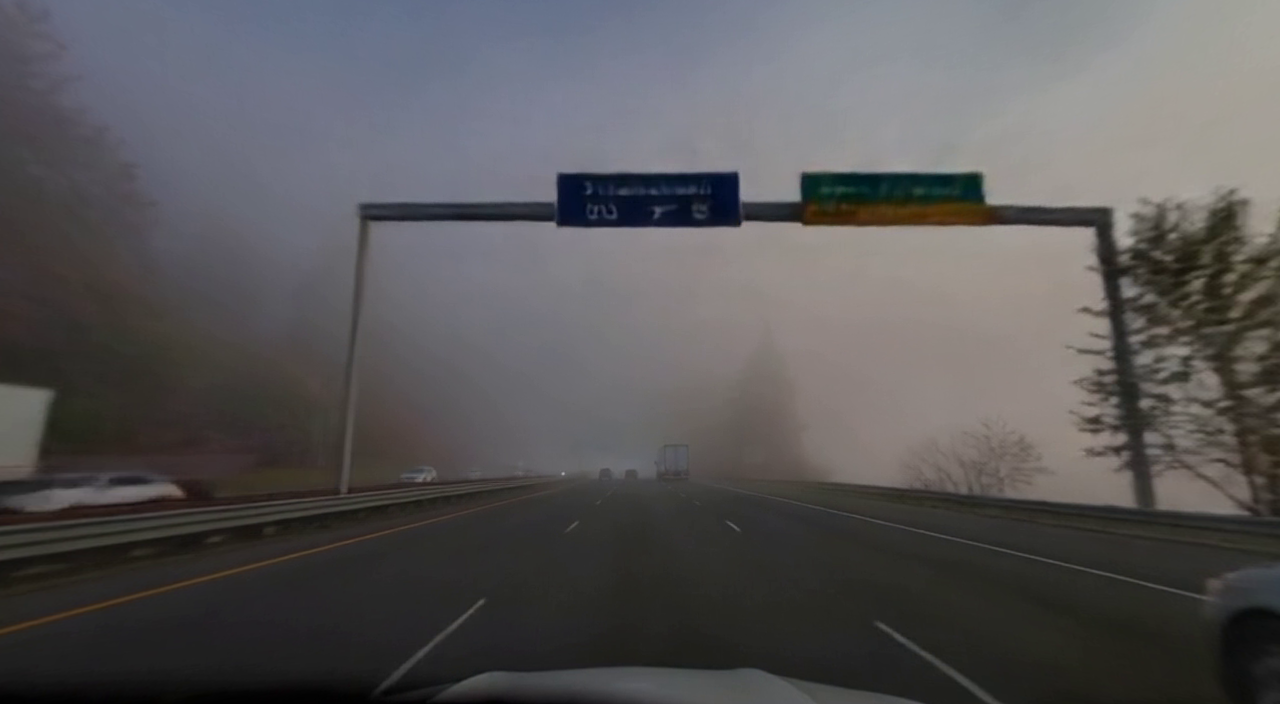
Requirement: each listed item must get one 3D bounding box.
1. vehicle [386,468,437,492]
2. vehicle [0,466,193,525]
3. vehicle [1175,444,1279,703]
[{"bbox_3d":[-15.647,8.783,43.388,1.822,1.490,4.560,1,-11,0],"label":"vehicle"},{"bbox_3d":[-15.494,4.031,18.135,1.901,1.453,4.530,1,-11,0],"label":"vehicle"},{"bbox_3d":[4.120,0.876,1.278,2.051,1.472,4.547,1,-11,0],"label":"vehicle"}]
